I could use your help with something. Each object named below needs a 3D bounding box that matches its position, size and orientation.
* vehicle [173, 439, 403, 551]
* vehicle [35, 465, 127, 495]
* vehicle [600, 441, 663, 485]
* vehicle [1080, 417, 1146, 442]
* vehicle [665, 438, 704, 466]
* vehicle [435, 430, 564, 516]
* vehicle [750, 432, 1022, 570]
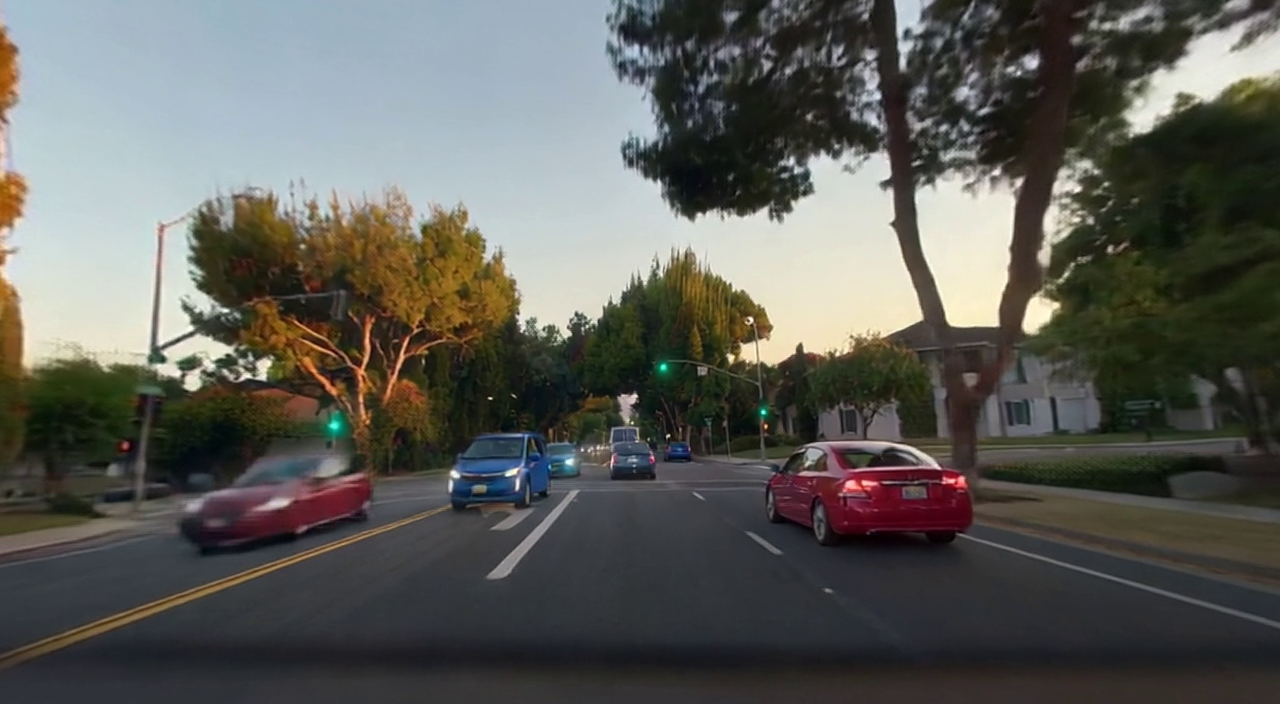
[{"bbox_3d":[-6.107,2.475,11.662,2.051,1.663,4.031,0,-8,-3],"label":"vehicle"},{"bbox_3d":[-37.640,8.590,42.730,1.876,1.763,4.515,-1,-9,4],"label":"vehicle"},{"bbox_3d":[-0.363,4.058,23.477,2.114,1.483,4.207,0,-8,-2],"label":"vehicle"},{"bbox_3d":[33.493,5.526,44.867,1.891,1.644,3.671,-1,-8,1],"label":"vehicle"},{"bbox_3d":[3.129,7.168,45.404,2.187,1.847,4.553,0,-8,-3],"label":"vehicle"},{"bbox_3d":[-3.202,2.881,15.747,2.083,1.741,5.530,0,-8,-1],"label":"vehicle"},{"bbox_3d":[3.015,1.916,8.988,1.973,1.447,4.402,0,-8,-2],"label":"vehicle"}]
